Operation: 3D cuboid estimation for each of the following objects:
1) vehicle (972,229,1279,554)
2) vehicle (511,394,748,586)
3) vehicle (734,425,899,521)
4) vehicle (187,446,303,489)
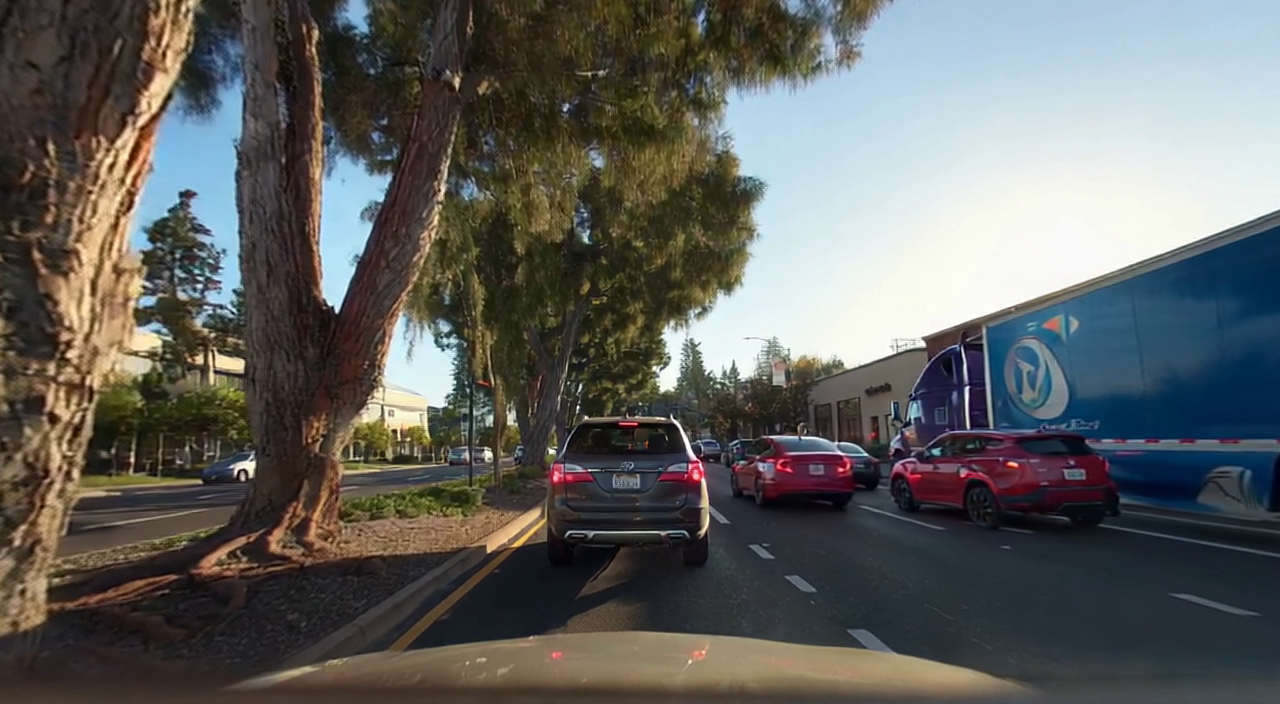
[{"bbox_3d":[9.986,0.352,7.237,2.879,4.284,17.334,0,-9,0],"label":"vehicle"},{"bbox_3d":[-0.121,1.672,8.409,2.320,1.880,4.192,0,-9,-1],"label":"vehicle"},{"bbox_3d":[3.389,2.435,13.235,2.123,1.648,4.547,0,-9,0],"label":"vehicle"},{"bbox_3d":[-19.330,5.636,31.305,2.302,1.939,5.221,0,-9,1],"label":"vehicle"}]
